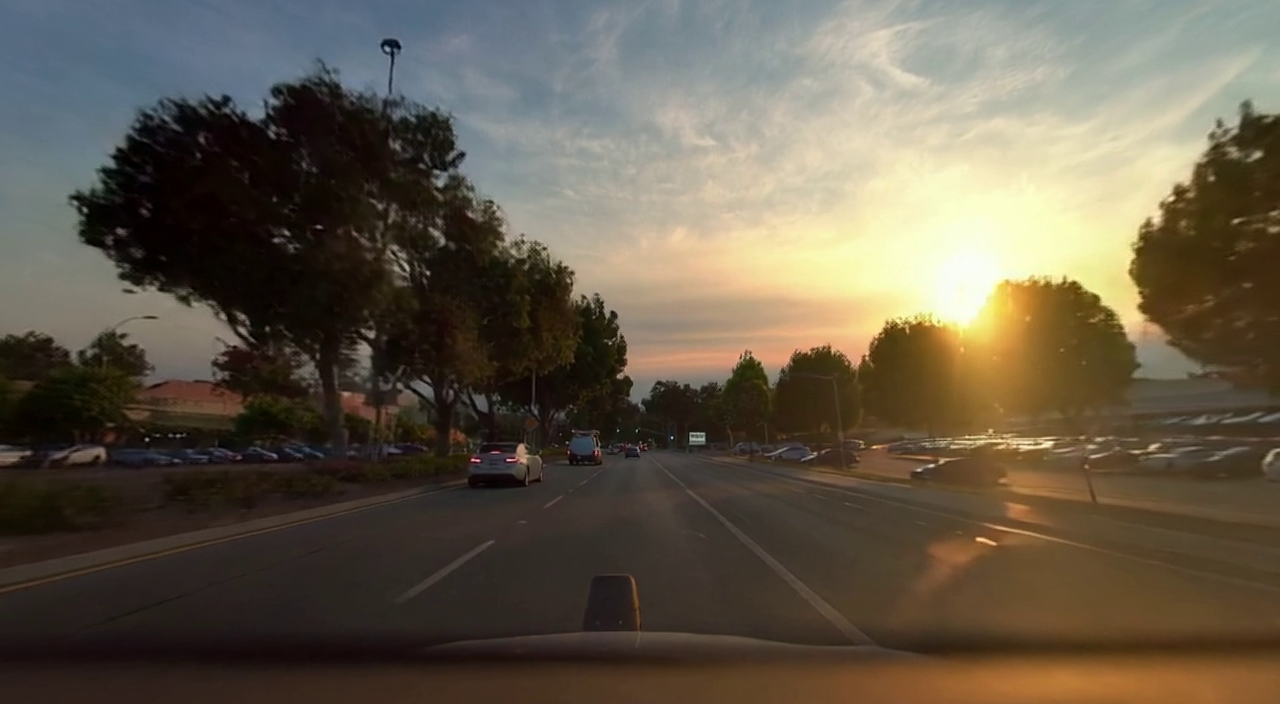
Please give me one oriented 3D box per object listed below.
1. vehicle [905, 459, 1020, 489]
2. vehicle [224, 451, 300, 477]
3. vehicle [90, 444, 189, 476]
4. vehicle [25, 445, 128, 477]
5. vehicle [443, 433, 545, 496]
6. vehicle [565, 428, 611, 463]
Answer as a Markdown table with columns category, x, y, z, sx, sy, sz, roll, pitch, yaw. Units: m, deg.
| category | x | y | z | sx | sy | sz | roll | pitch | yaw |
| --- | --- | --- | --- | --- | --- | --- | --- | --- | --- |
| vehicle | 16.372 | 6.208 | 32.127 | 4.723 | 1.466 | 2.085 | 0 | -9 | -1 |
| vehicle | -23.080 | 6.827 | 38.681 | 1.885 | 1.428 | 4.638 | 0 | -9 | -2 |
| vehicle | -28.701 | 6.182 | 36.308 | 1.946 | 1.711 | 4.518 | 0 | -9 | 0 |
| vehicle | -31.464 | 6.088 | 35.342 | 1.905 | 1.657 | 4.584 | 1 | -9 | -7 |
| vehicle | -4.297 | 3.383 | 19.300 | 2.109 | 1.672 | 4.256 | 0 | -9 | 0 |
| vehicle | -3.927 | 7.266 | 48.885 | 2.917 | 2.524 | 6.990 | 0 | -9 | 0 |
